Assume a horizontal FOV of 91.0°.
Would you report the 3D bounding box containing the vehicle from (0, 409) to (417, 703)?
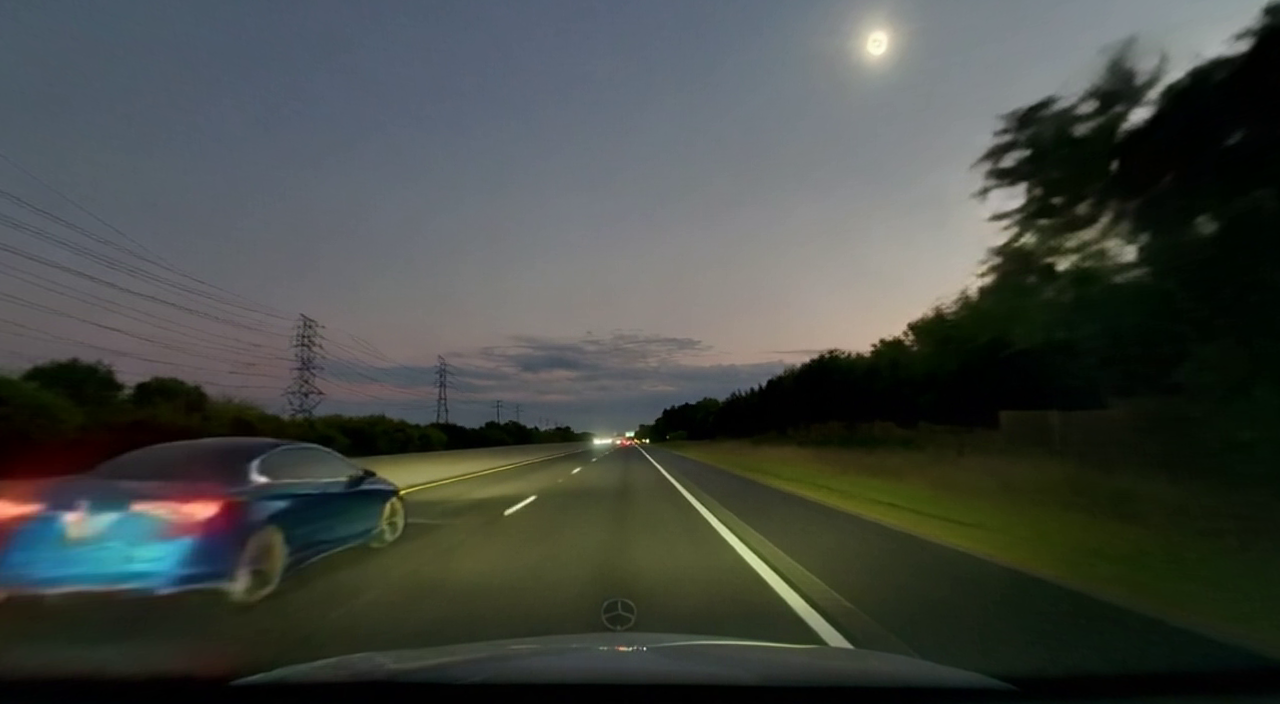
[{"bbox_3d":[-3.936,1.427,5.628,2.158,1.604,4.679,0,-8,0],"label":"vehicle"}]
